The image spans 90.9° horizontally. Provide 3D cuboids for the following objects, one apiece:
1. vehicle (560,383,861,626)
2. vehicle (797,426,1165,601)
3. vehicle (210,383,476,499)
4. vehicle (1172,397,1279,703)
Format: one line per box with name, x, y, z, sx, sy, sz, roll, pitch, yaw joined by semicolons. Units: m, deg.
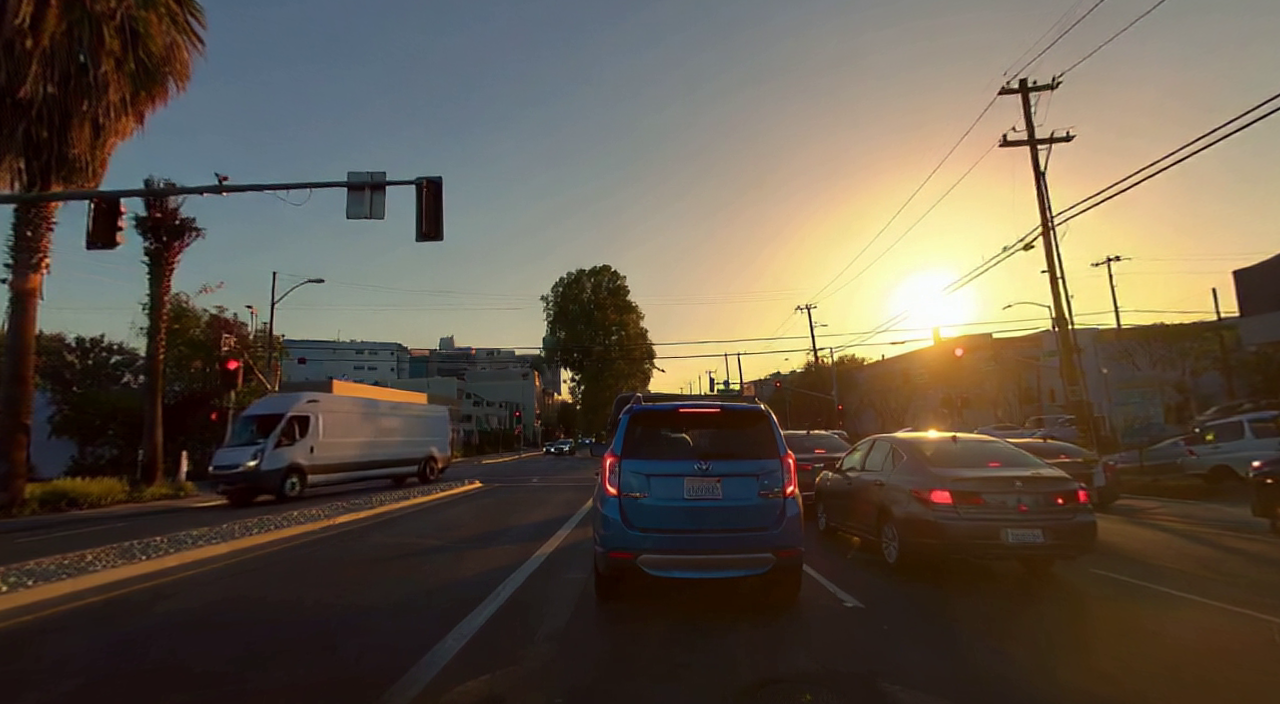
vehicle;0.445;1.440;6.885;2.228;1.780;4.269;0;-9;-2
vehicle;3.430;1.687;7.515;1.895;1.456;4.255;0;-9;-2
vehicle;-11.654;3.865;27.079;2.973;3.889;11.535;-3;-9;19
vehicle;3.358;0.654;0.672;1.805;1.485;4.348;0;-9;1
